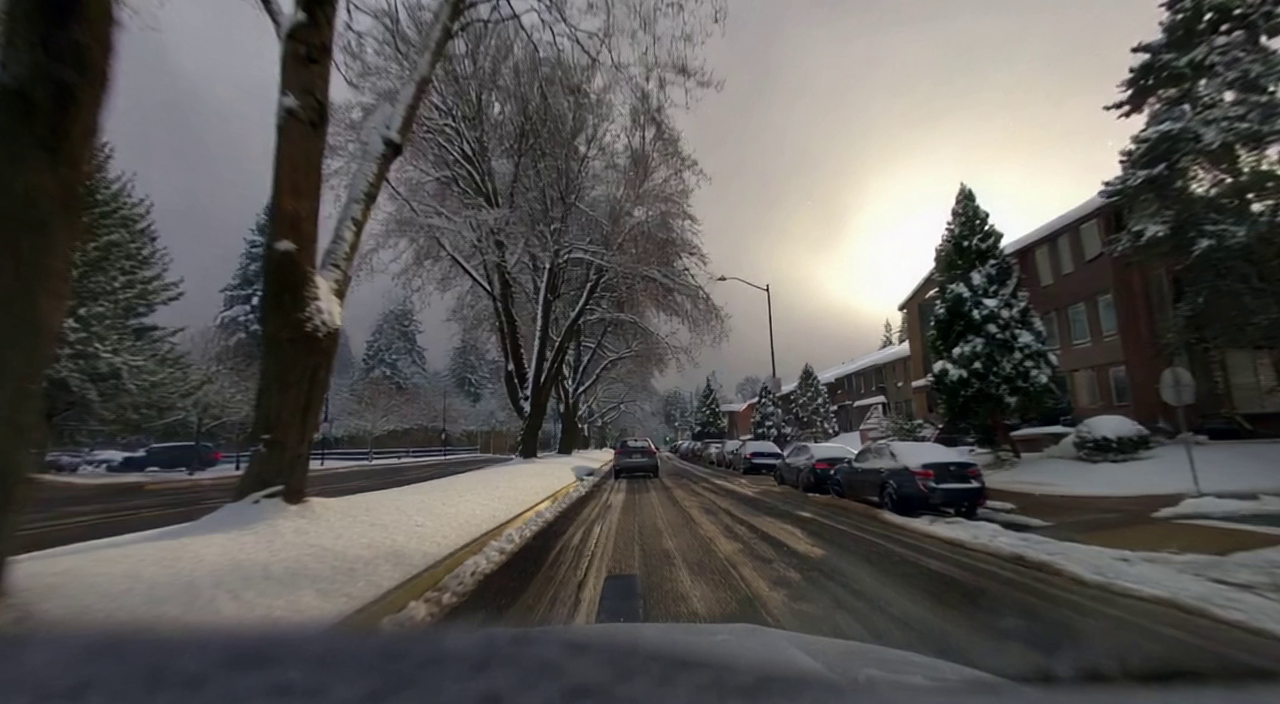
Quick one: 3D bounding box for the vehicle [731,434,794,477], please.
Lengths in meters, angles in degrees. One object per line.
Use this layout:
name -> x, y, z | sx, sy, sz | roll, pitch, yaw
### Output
vehicle -> 5.811, 4.961, 30.543 | 2.139, 1.872, 4.585 | 0, -8, 1

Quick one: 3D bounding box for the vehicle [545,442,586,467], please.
vehicle -> -4.591, 6.394, 39.621 | 2.105, 1.474, 4.808 | 0, -8, -1

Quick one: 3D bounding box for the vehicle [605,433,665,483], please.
vehicle -> -0.208, 3.933, 23.789 | 2.070, 1.698, 3.925 | 0, -8, -1

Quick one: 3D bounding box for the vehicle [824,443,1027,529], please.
vehicle -> 5.774, 2.737, 13.669 | 1.903, 1.491, 4.999 | 0, -8, -2

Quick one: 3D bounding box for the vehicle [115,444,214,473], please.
vehicle -> -34.527, 7.702, 45.954 | 5.329, 2.013, 2.242 | 0, -8, 1
